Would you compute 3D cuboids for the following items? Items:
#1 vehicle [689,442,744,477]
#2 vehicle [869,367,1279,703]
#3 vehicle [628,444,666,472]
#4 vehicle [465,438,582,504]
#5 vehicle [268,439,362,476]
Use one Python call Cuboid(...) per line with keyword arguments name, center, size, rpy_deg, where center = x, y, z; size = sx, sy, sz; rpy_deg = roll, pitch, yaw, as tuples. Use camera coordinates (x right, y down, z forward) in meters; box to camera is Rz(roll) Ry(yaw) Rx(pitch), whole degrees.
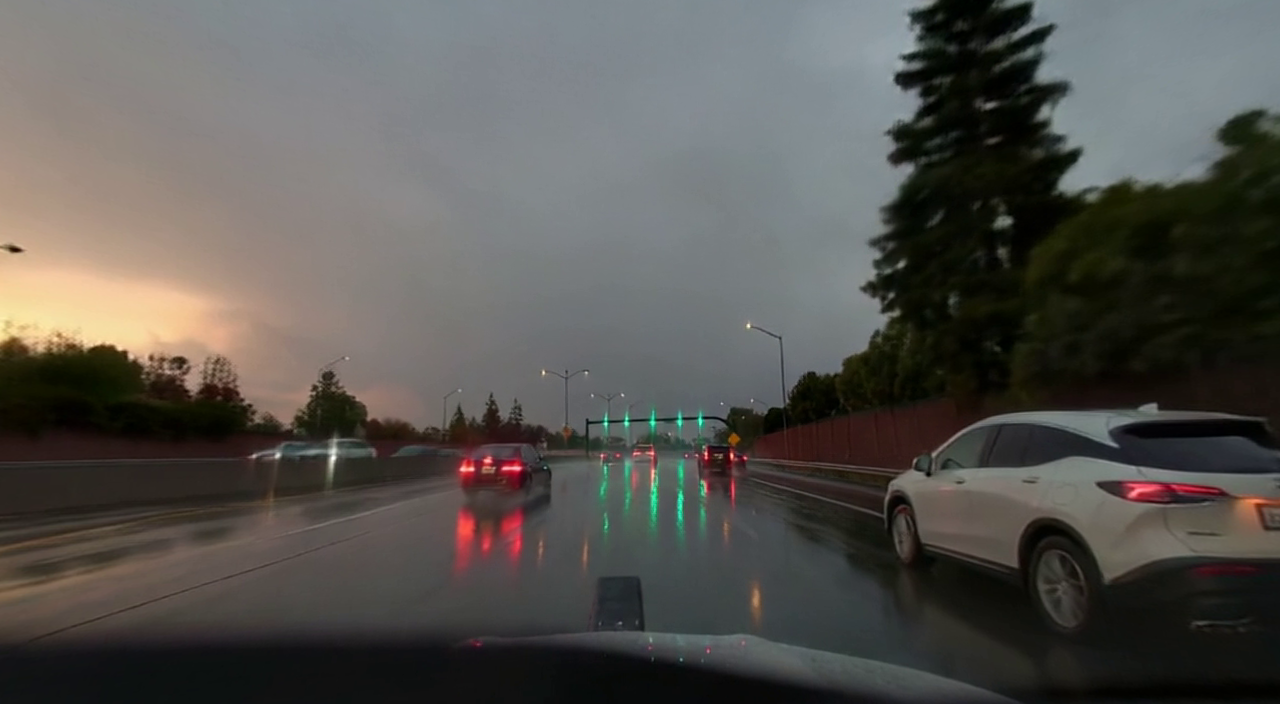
Cuboid(name="vehicle", center=(3.943, 5.620, 33.337), size=(2.320, 1.735, 4.408), rpy_deg=(0, -8, 0))
Cuboid(name="vehicle", center=(3.729, 1.250, 5.053), size=(2.029, 1.716, 4.545), rpy_deg=(0, -8, 0))
Cuboid(name="vehicle", center=(0.520, 6.976, 41.901), size=(2.408, 1.748, 4.217), rpy_deg=(0, -8, 3))
Cuboid(name="vehicle", center=(-2.911, 3.108, 17.031), size=(2.130, 1.514, 4.766), rpy_deg=(0, -8, 1))
Cuboid(name="vehicle", center=(-15.768, 5.124, 30.965), size=(2.032, 1.616, 4.579), rpy_deg=(0, -8, 2))
